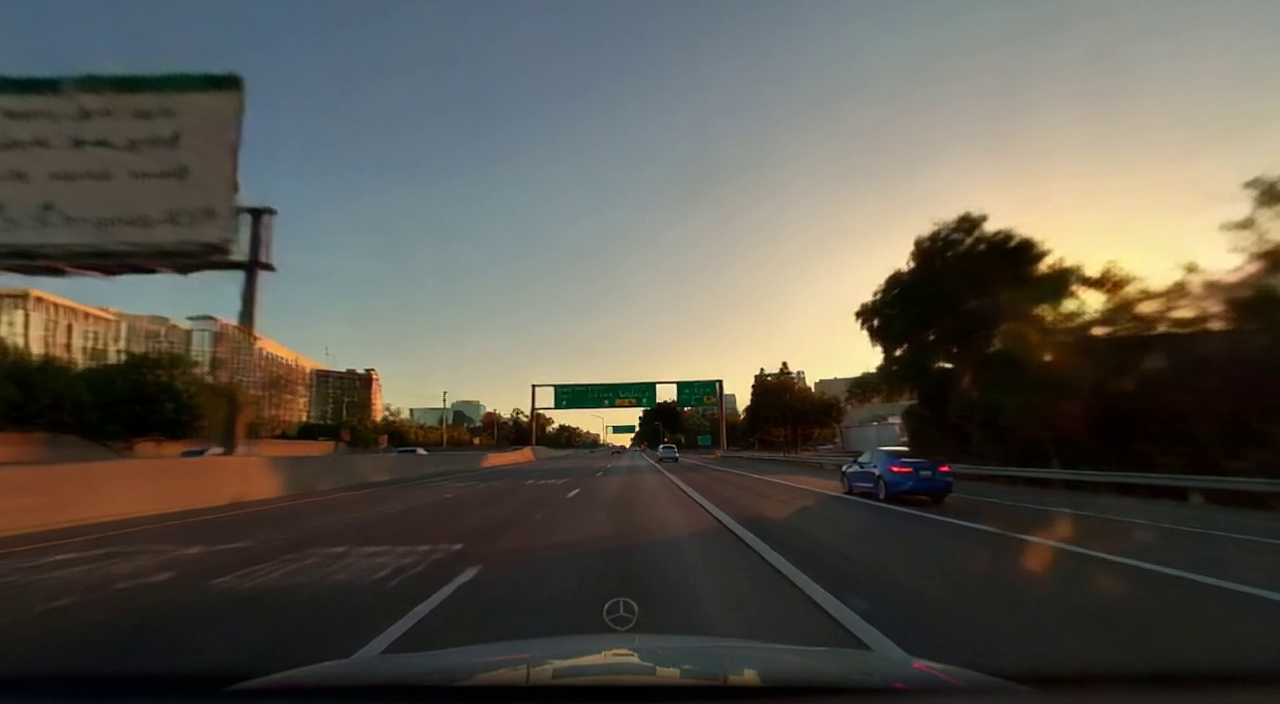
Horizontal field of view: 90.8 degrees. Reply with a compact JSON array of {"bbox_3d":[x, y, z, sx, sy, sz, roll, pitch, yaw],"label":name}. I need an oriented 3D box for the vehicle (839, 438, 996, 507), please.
[{"bbox_3d":[6.914,2.999,16.382,1.958,1.498,4.447,1,-8,-1],"label":"vehicle"}]

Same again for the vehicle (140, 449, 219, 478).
[{"bbox_3d":[-26.480,6.387,36.454,1.706,1.468,3.746,0,-8,0],"label":"vehicle"}]
